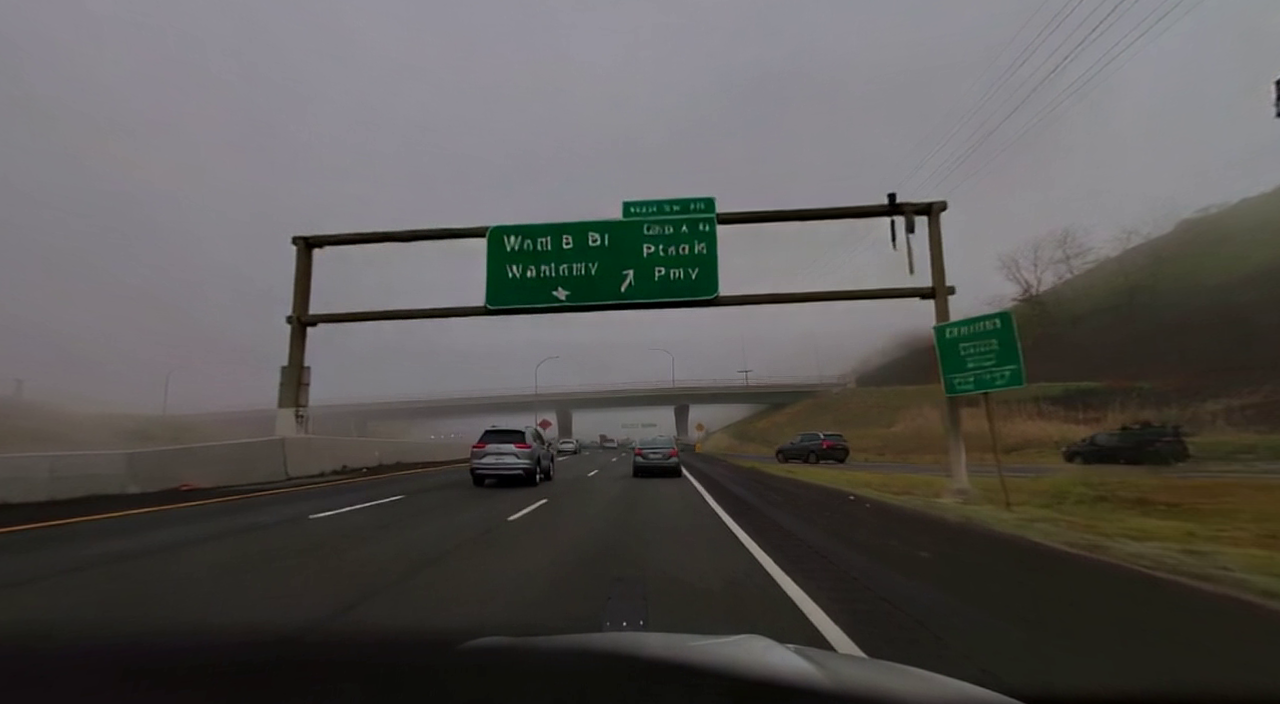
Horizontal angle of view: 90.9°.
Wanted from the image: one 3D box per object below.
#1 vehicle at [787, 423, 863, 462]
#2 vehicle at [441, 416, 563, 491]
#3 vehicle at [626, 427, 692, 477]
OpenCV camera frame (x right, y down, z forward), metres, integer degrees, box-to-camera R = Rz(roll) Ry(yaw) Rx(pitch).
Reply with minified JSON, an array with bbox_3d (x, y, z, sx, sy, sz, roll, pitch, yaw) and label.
[{"bbox_3d":[13.120,6.508,45.460,2.571,2.571,6.876,1,-9,-8],"label":"vehicle"},{"bbox_3d":[-3.708,2.871,18.057,2.228,1.845,4.847,-1,-8,2],"label":"vehicle"},{"bbox_3d":[0.695,3.633,23.076,2.193,1.651,3.946,-1,-8,2],"label":"vehicle"}]
